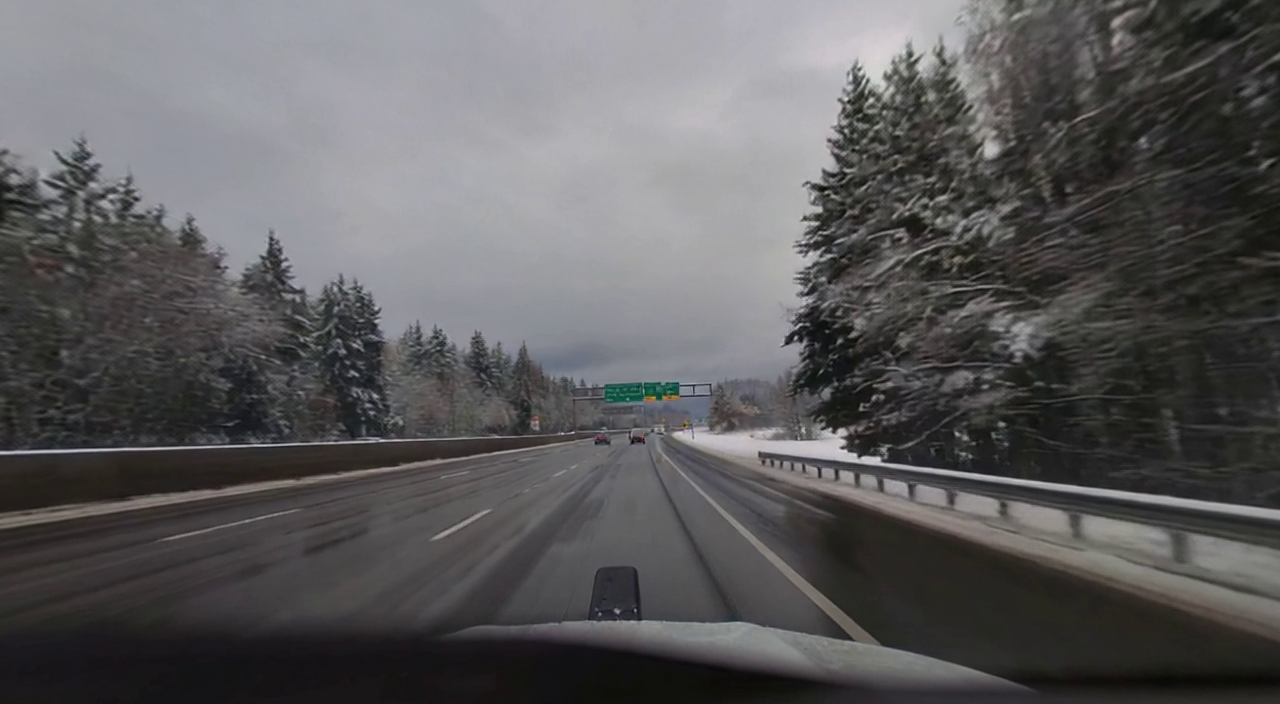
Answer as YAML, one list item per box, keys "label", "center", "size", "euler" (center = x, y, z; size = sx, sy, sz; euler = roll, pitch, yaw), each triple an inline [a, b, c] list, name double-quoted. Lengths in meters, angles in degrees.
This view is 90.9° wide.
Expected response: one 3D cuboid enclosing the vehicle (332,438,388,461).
- label: "vehicle"
  center: [-19.341, 6.734, 43.768]
  size: [1.855, 1.478, 4.328]
  euler: [0, -7, 1]
